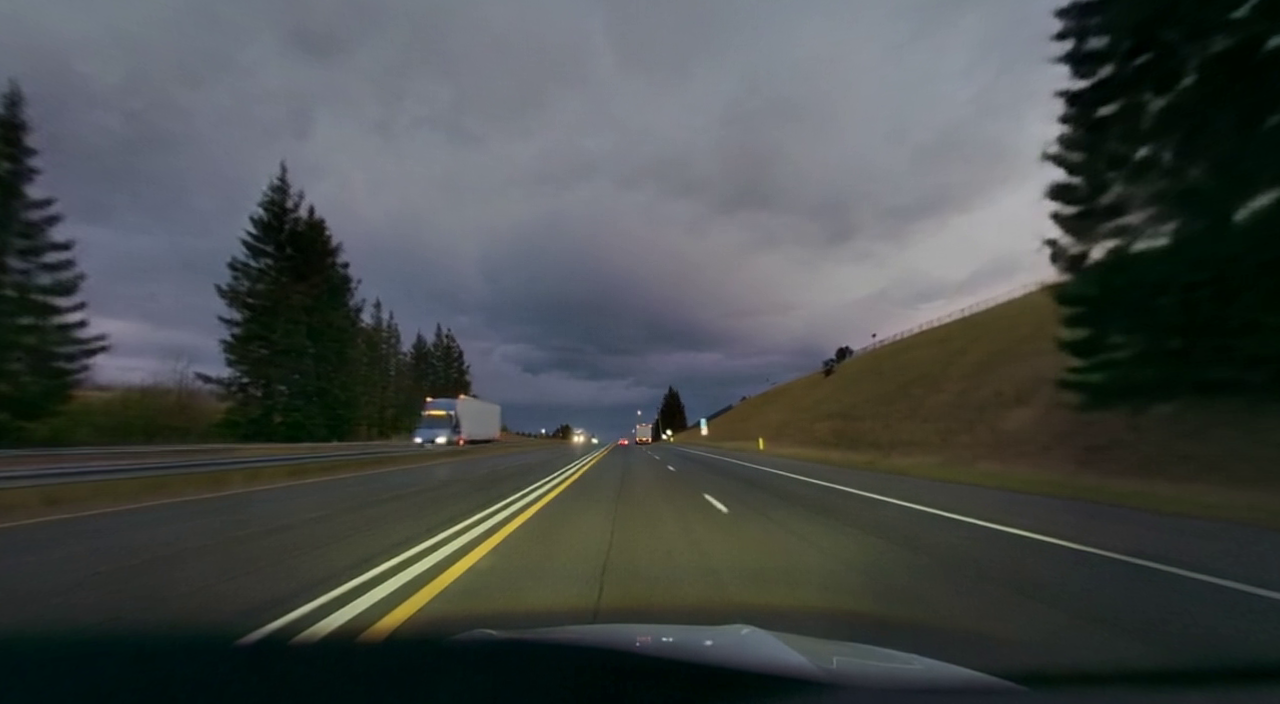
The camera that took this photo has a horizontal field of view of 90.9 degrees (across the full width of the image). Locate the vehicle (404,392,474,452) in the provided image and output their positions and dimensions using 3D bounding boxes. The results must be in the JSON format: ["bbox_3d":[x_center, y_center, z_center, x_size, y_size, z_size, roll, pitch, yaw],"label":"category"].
[{"bbox_3d":[-13.643,4.869,43.405,2.994,3.854,5.842,0,-8,-2],"label":"vehicle"}]
